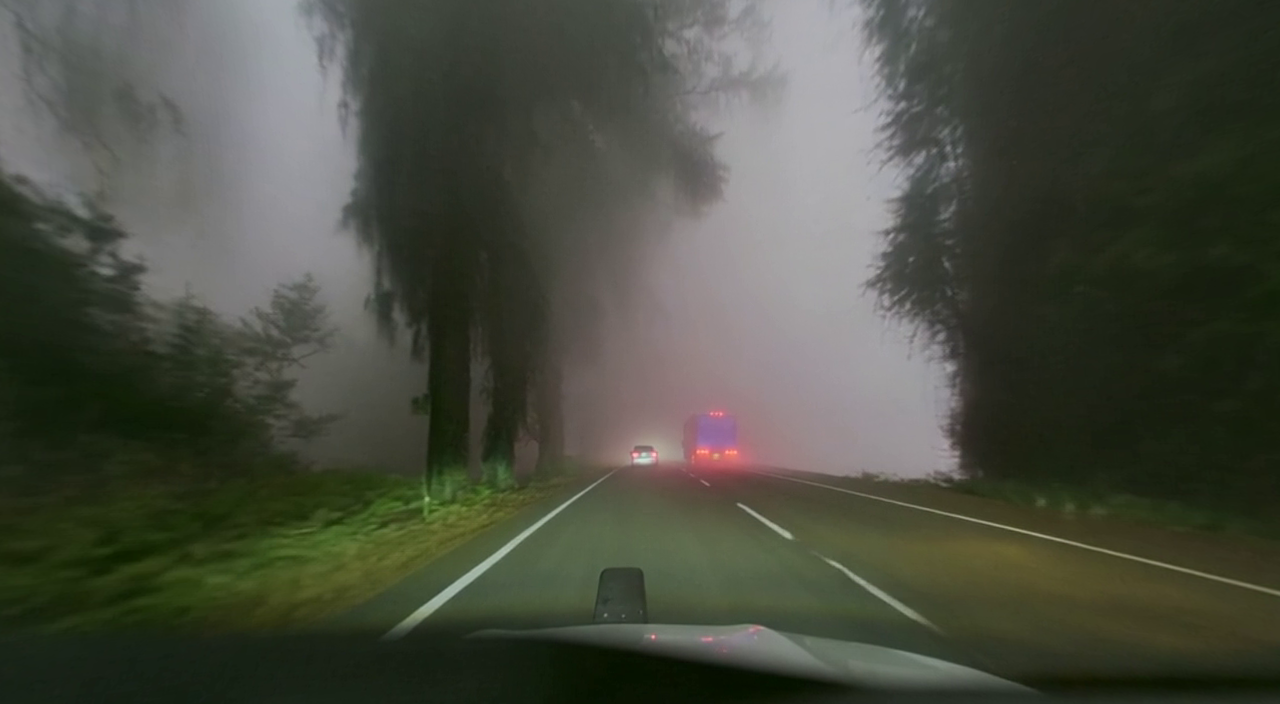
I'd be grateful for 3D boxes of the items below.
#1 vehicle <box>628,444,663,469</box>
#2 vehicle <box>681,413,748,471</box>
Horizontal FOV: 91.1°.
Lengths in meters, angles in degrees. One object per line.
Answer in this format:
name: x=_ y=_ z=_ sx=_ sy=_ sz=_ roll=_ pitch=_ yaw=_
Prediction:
vehicle: x=0.360 y=6.680 z=40.368 sx=2.170 sy=1.544 sz=4.373 roll=0 pitch=-8 yaw=1
vehicle: x=4.399 y=5.593 z=38.911 sx=3.015 sy=3.211 sz=7.982 roll=0 pitch=-8 yaw=-1
